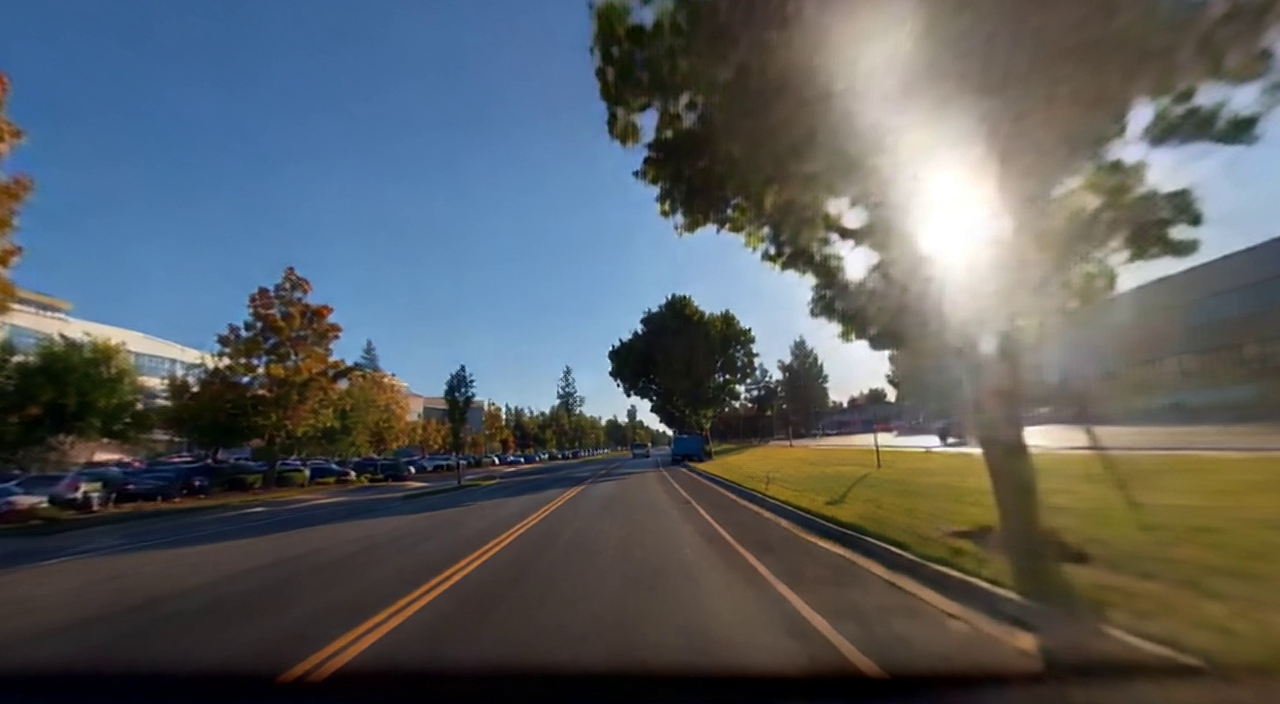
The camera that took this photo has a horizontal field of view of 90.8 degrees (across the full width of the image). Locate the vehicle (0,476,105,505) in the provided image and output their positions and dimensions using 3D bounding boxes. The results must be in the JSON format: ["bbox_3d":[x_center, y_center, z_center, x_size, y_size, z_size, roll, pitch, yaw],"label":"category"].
[{"bbox_3d":[-34.114,7.961,36.463,4.540,1.440,2.071,-1,-9,2],"label":"vehicle"}]

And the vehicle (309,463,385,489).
[{"bbox_3d":[-22.405,9.451,48.570,2.233,1.709,5.161,-3,-9,19],"label":"vehicle"}]

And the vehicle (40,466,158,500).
[{"bbox_3d":[-33.633,8.149,39.397,5.432,1.791,2.159,-3,-9,2],"label":"vehicle"}]

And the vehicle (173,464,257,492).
[{"bbox_3d":[-32.762,9.689,48.735,4.996,1.817,2.054,-3,-10,1],"label":"vehicle"}]

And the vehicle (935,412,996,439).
[{"bbox_3d":[21.443,4.914,41.817,1.871,1.582,4.500,0,-9,3],"label":"vehicle"}]
